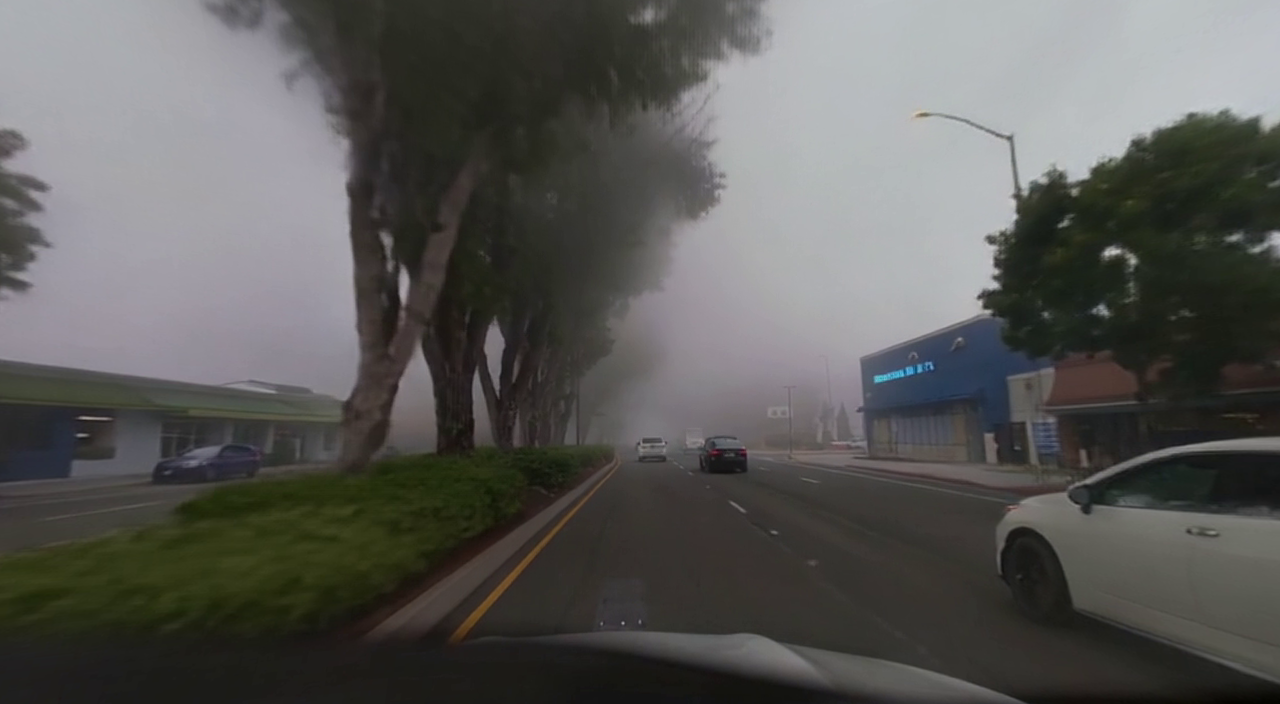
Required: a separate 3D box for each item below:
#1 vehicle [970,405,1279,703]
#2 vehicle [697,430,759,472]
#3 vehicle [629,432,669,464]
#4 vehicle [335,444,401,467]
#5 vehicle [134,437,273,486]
[{"bbox_3d":[3.902,1.037,3.281,1.908,1.463,4.506,0,-8,0],"label":"vehicle"},{"bbox_3d":[3.776,4.332,27.736,2.115,1.692,4.189,0,-8,-1],"label":"vehicle"},{"bbox_3d":[0.456,5.385,35.208,2.098,1.682,3.778,0,-8,0],"label":"vehicle"},{"bbox_3d":[-18.947,7.230,43.975,2.280,1.489,5.106,0,-8,1],"label":"vehicle"},{"bbox_3d":[-18.871,4.710,27.541,2.488,1.752,4.991,-2,-6,1],"label":"vehicle"}]
